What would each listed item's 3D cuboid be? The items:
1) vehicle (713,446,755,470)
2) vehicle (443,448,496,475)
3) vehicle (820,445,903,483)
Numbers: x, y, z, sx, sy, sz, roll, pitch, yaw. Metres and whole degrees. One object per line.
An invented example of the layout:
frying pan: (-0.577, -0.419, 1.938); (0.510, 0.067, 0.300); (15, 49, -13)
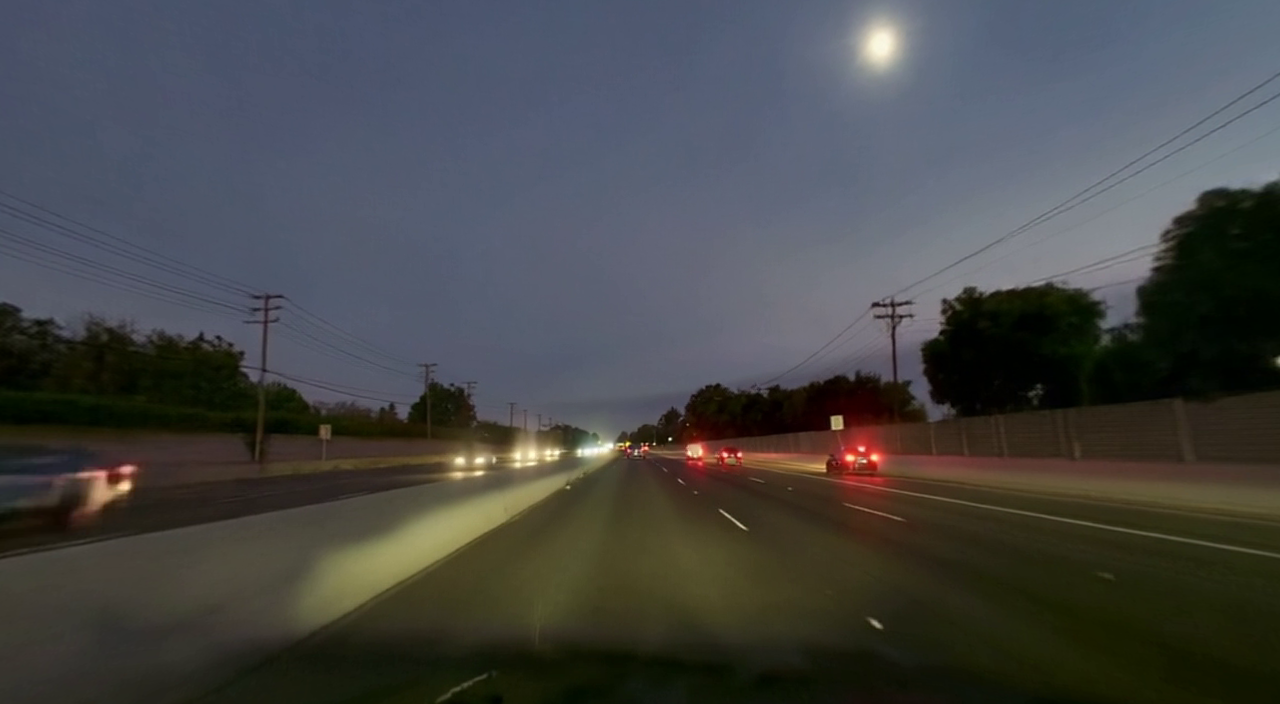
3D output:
vehicle: (6.269, 7.108, 42.694); (2.069, 1.520, 4.614); (1, -8, -1)
vehicle: (-10.061, 6.474, 37.606); (1.896, 1.499, 4.497); (0, -8, 0)
vehicle: (9.617, 4.873, 27.884); (1.969, 1.506, 4.422); (1, -8, -1)
